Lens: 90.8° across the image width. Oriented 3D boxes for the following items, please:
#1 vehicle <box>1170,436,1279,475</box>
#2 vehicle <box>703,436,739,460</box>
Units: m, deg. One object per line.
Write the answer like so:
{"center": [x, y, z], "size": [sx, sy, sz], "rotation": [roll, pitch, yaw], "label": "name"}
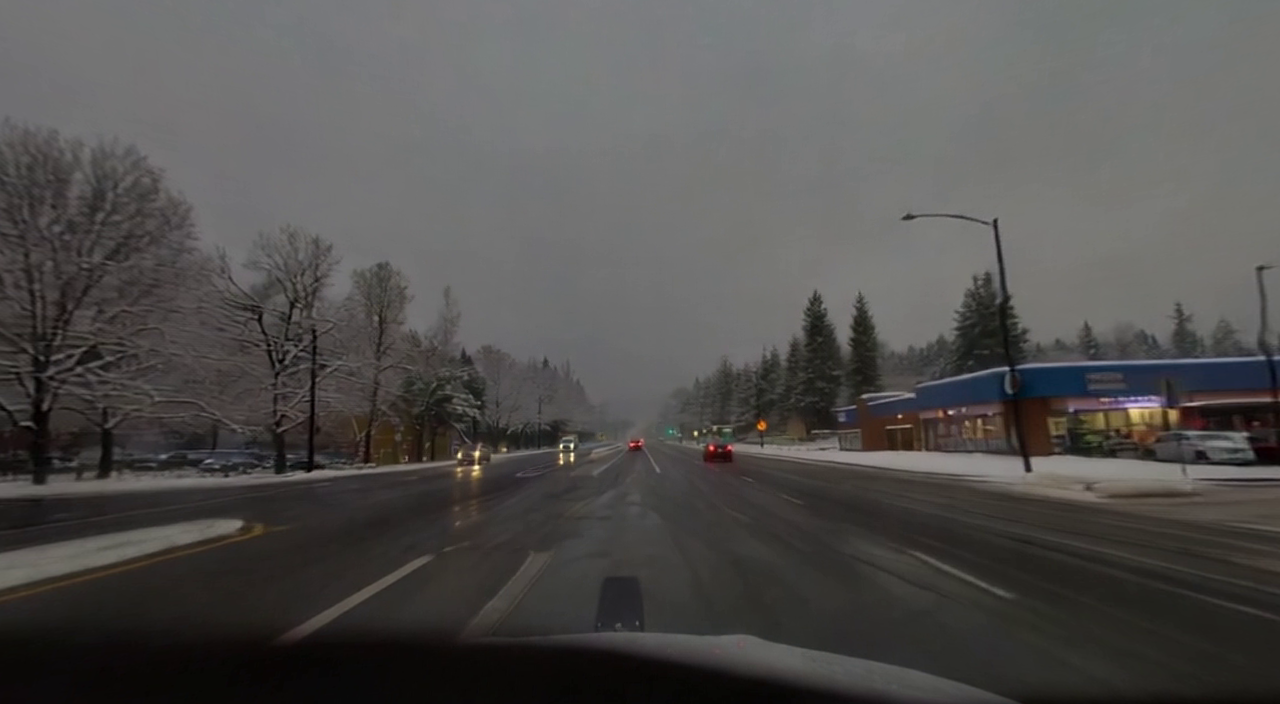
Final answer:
{"center": [23.941, 3.999, 24.475], "size": [1.886, 1.438, 4.742], "rotation": [5, -10, -32], "label": "vehicle"}
{"center": [5.752, 6.868, 45.241], "size": [1.957, 1.643, 4.226], "rotation": [0, -8, -1], "label": "vehicle"}
